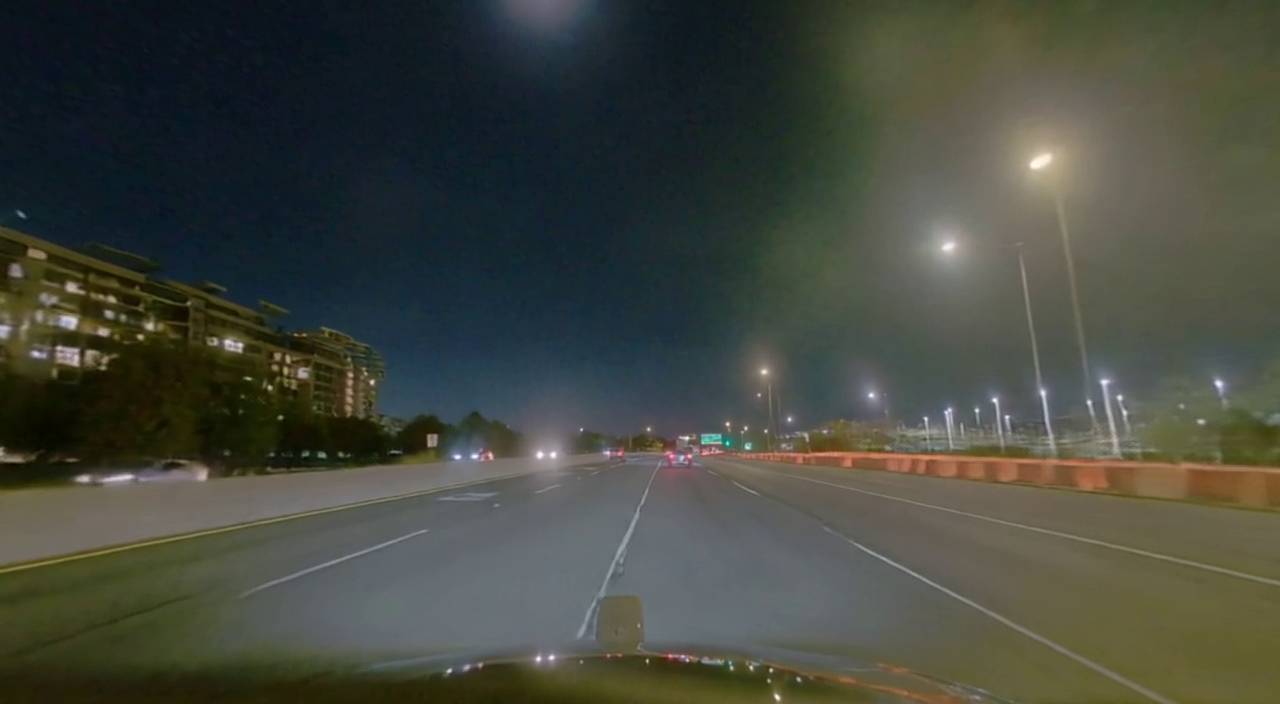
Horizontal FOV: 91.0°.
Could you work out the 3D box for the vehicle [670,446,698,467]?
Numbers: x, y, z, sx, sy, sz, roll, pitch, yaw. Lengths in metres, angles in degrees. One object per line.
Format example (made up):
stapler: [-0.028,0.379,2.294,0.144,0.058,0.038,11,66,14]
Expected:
vehicle: [3.437,8.233,49.883,1.974,1.557,4.479,0,-9,1]
